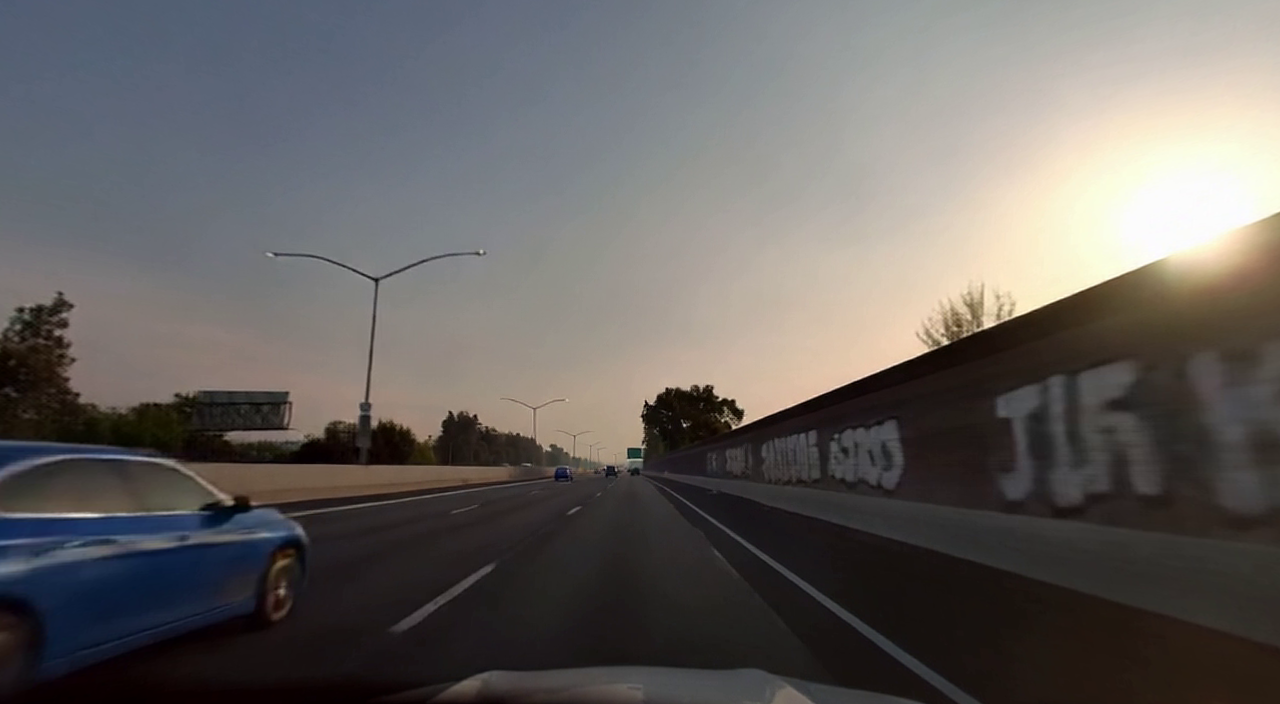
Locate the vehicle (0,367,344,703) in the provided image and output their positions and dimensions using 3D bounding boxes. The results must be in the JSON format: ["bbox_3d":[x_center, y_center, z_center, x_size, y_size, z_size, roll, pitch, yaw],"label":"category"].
[{"bbox_3d":[-3.916,1.075,3.644,2.173,1.696,4.462,1,-10,0],"label":"vehicle"}]
